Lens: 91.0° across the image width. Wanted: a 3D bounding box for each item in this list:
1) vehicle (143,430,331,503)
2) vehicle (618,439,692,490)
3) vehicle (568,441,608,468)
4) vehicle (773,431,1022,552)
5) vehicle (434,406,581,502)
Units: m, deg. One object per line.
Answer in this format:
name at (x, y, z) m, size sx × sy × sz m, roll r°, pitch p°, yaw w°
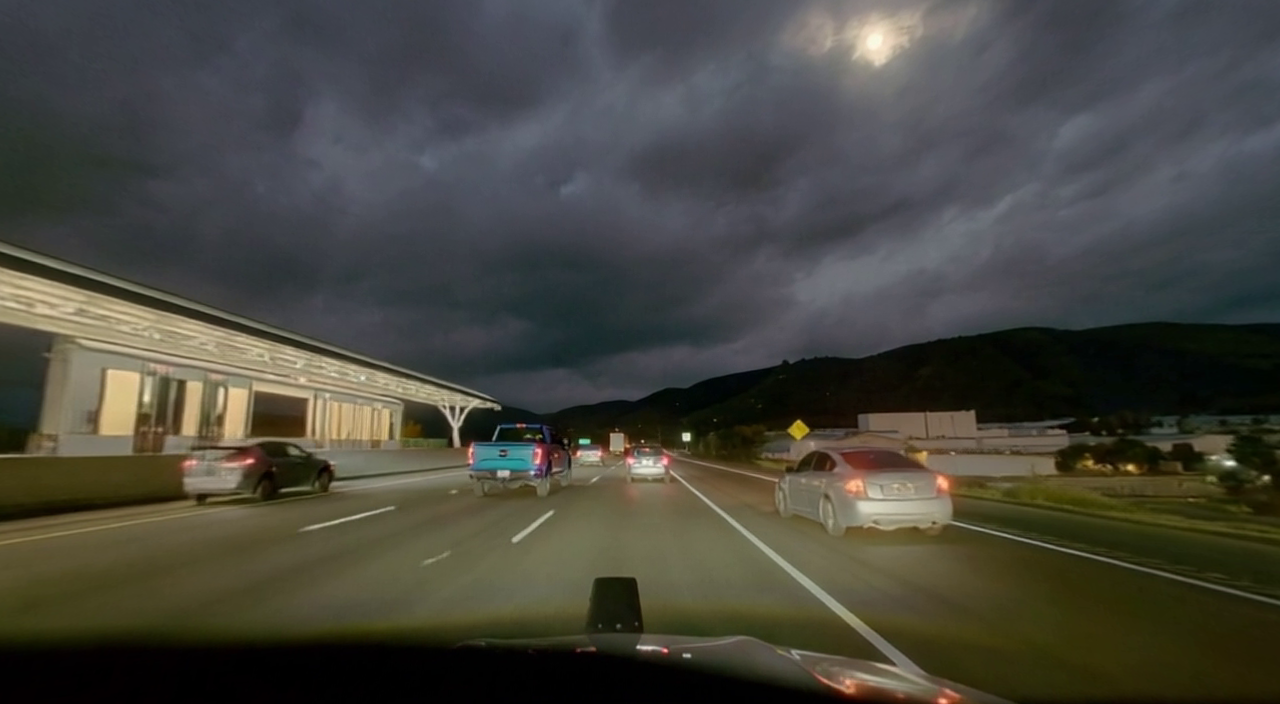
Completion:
vehicle at (-10.795, 3.095, 17.444) m, size 2.137 × 1.728 × 4.665 m, roll 0°, pitch -9°, yaw -1°
vehicle at (0.420, 3.625, 20.592) m, size 2.171 × 1.493 × 4.081 m, roll 0°, pitch -9°, yaw -1°
vehicle at (-3.279, 6.638, 40.850) m, size 2.151 × 1.613 × 4.786 m, roll 0°, pitch -9°, yaw 1°
vehicle at (3.753, 2.120, 10.371) m, size 2.023 × 1.510 × 4.773 m, roll 0°, pitch -9°, yaw -1°
vehicle at (-3.412, 2.889, 18.133) m, size 2.733 × 2.230 × 6.820 m, roll 0°, pitch -9°, yaw 0°
